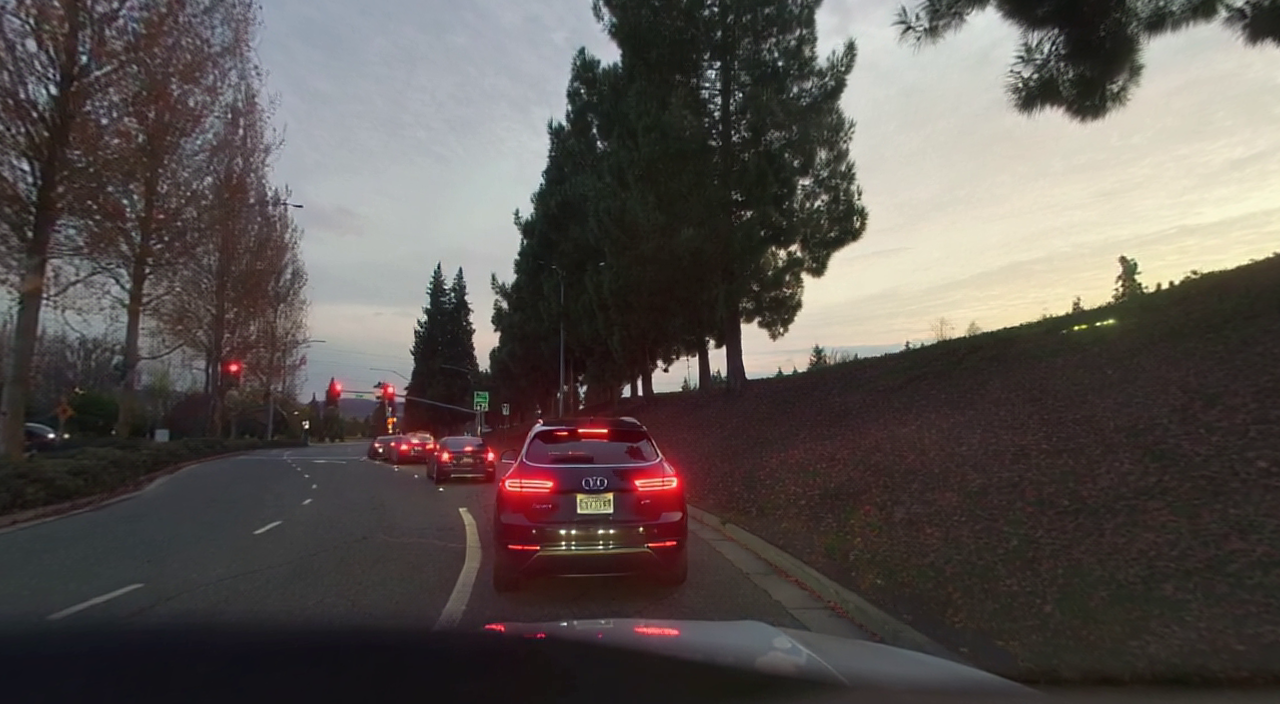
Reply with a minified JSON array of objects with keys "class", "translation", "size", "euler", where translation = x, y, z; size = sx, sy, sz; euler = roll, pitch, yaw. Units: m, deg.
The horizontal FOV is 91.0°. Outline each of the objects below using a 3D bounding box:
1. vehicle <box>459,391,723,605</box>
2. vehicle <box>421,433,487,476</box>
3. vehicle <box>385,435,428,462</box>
[{"class":"vehicle","translation":[-0.686,1.459,7.212],"size":[2.134,1.671,4.147],"euler":[1,-8,-9]},{"class":"vehicle","translation":[-7.309,3.949,24.495],"size":[1.902,1.536,3.662],"euler":[4,-9,-24]},{"class":"vehicle","translation":[-13.759,5.645,36.897],"size":[1.863,1.488,4.426],"euler":[4,-9,-26]}]
